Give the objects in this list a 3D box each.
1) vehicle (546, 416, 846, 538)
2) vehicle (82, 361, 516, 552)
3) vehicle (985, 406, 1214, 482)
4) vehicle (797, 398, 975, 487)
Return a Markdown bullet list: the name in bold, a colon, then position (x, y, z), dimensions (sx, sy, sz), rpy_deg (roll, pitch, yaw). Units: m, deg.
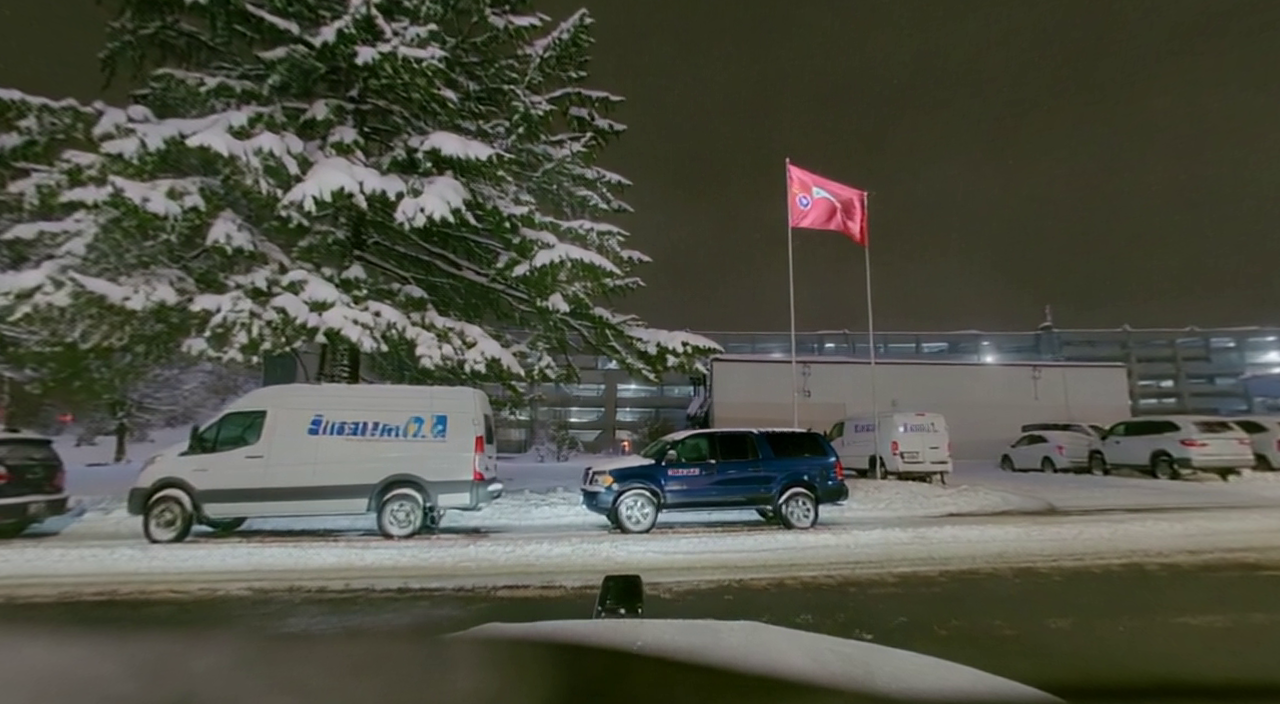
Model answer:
- **vehicle**: position (0.851, 2.176, 11.385), dimensions (4.992, 1.894, 2.043), rpy_deg (2, -8, -8)
- **vehicle**: position (-5.208, 1.716, 10.742), dimensions (5.899, 2.757, 2.257), rpy_deg (1, -9, -8)
- **vehicle**: position (15.087, 3.096, 21.535), dimensions (2.228, 2.126, 6.632), rpy_deg (-1, -8, -7)
- **vehicle**: position (7.312, 2.842, 19.804), dimensions (2.491, 2.324, 5.986), rpy_deg (1, -8, -8)
